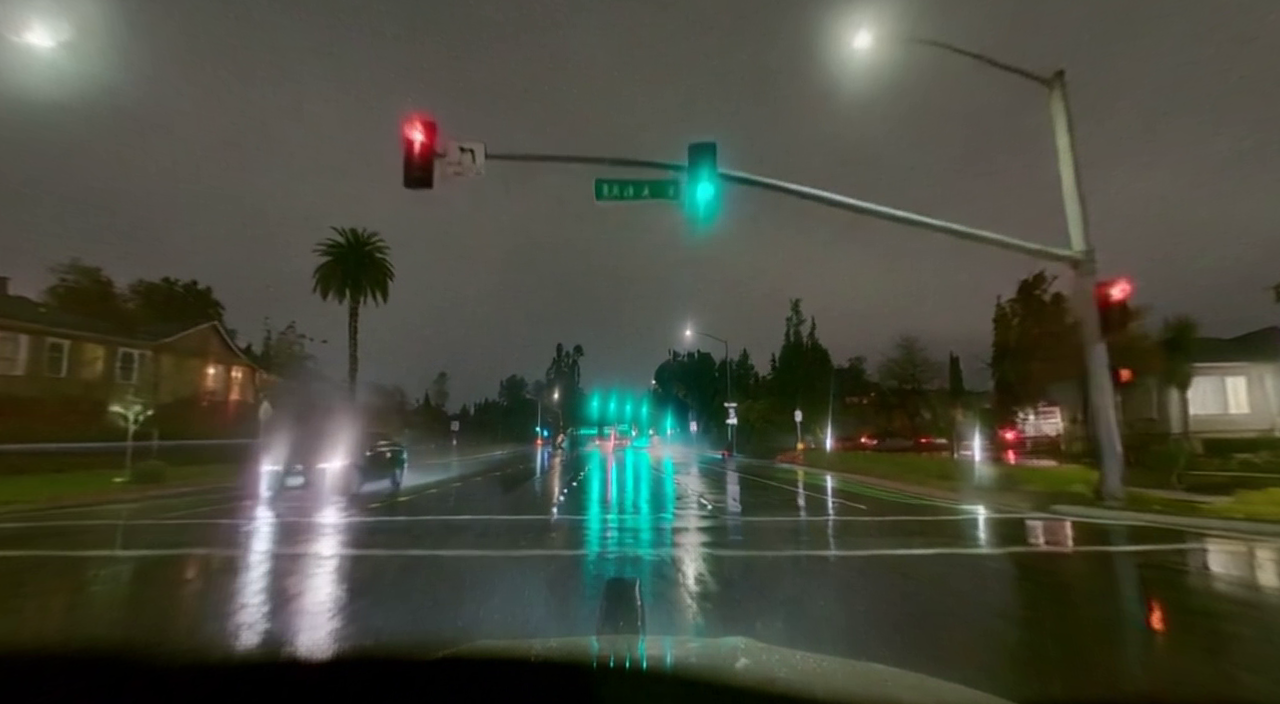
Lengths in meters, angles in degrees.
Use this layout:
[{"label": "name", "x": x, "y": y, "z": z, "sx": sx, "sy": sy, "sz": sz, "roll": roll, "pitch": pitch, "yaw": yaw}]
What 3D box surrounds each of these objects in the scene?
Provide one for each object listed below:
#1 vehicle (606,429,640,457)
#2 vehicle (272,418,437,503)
[{"label": "vehicle", "x": -1.240, "y": 6.412, "z": 44.392, "sx": 2.248, "sy": 1.833, "sz": 4.798, "roll": 0, "pitch": -8, "yaw": -3}, {"label": "vehicle", "x": -6.350, "y": 2.461, "z": 14.640, "sx": 1.983, "sy": 1.684, "sz": 3.938, "roll": 0, "pitch": -8, "yaw": -1}]
